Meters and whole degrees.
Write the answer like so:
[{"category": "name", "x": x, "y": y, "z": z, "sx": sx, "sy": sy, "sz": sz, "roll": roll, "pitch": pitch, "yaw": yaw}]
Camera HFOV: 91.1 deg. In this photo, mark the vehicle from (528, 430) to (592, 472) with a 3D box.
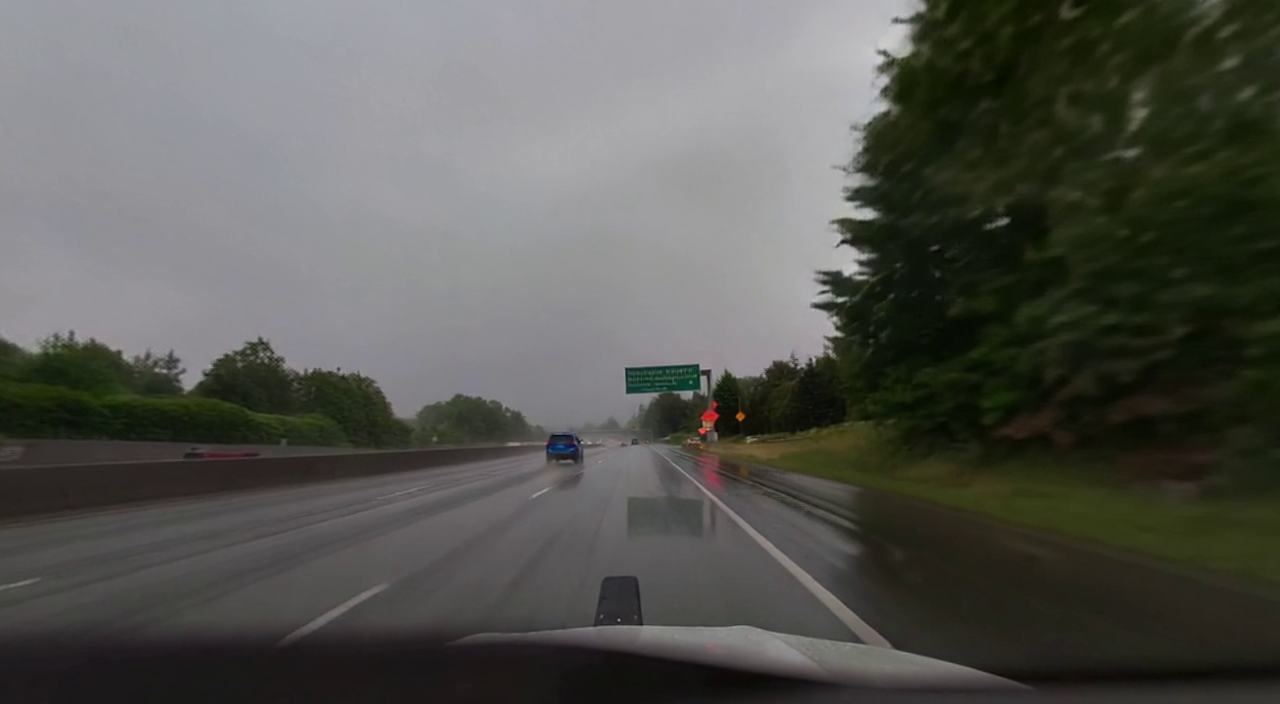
[{"category": "vehicle", "x": -3.379, "y": 4.291, "z": 27.347, "sx": 2.125, "sy": 1.662, "sz": 4.336, "roll": 0, "pitch": -8, "yaw": 1}]
